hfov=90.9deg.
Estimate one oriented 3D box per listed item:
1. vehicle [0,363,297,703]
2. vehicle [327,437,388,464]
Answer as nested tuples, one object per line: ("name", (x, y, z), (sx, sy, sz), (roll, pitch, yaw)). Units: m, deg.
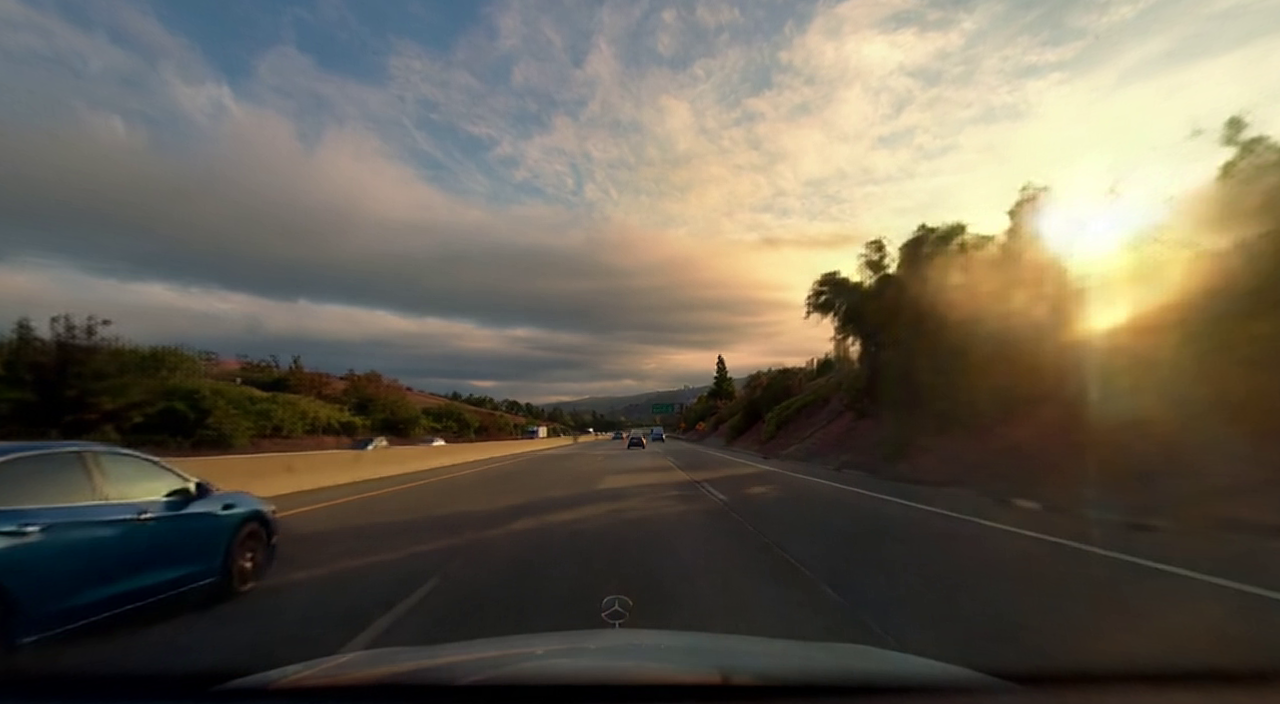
("vehicle", (-4.054, 0.930, 3.319), (2.064, 1.647, 4.381), (0, -8, -1))
("vehicle", (-17.614, 6.133, 39.501), (1.844, 1.541, 4.218), (0, -8, -1))
